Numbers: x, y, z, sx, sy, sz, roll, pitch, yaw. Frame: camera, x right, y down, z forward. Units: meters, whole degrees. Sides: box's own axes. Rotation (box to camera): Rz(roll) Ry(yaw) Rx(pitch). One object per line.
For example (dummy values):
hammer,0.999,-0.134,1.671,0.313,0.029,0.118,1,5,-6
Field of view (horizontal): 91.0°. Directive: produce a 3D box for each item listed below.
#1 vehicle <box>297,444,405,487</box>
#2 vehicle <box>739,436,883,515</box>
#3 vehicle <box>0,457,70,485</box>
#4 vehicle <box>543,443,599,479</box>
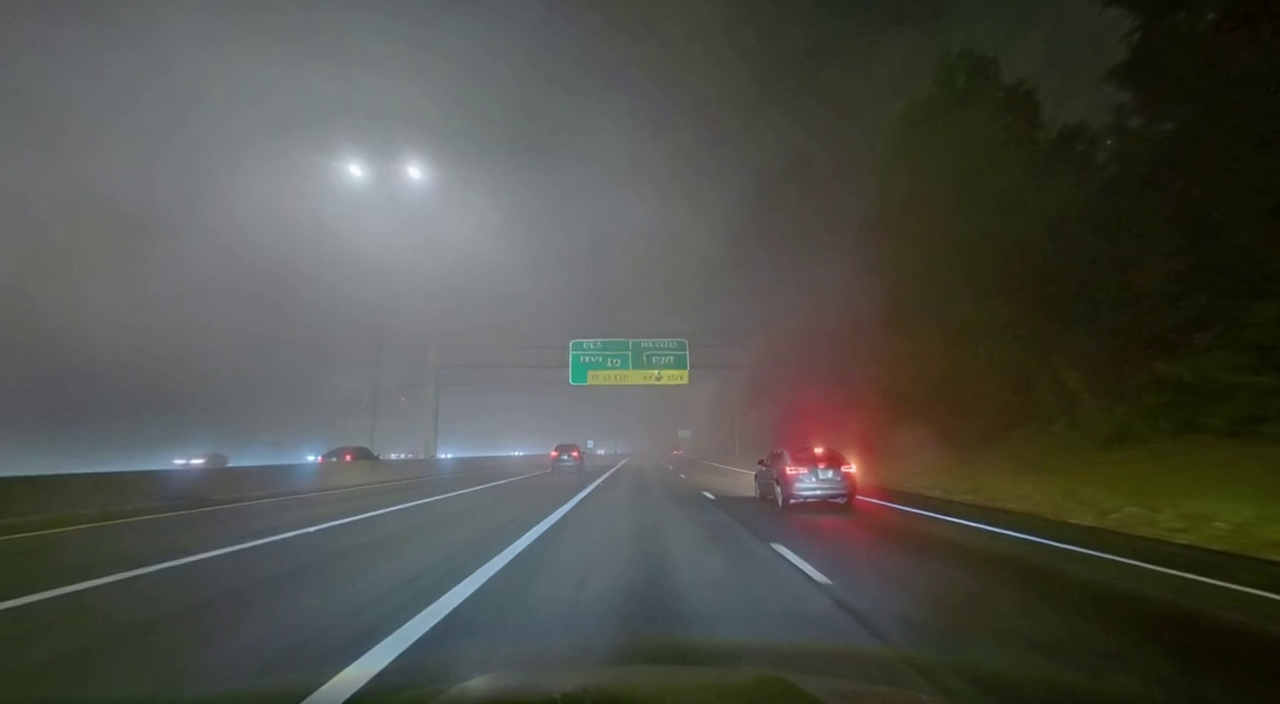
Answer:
vehicle,-11.154,4.400,24.722,1.919,1.497,4.765,0,-9,1
vehicle,3.679,2.747,14.489,2.079,1.535,4.316,0,-9,0
vehicle,-40.207,7.675,40.897,1.937,1.636,4.683,0,-9,0
vehicle,-3.176,5.120,29.789,2.072,1.545,4.687,0,-9,0
